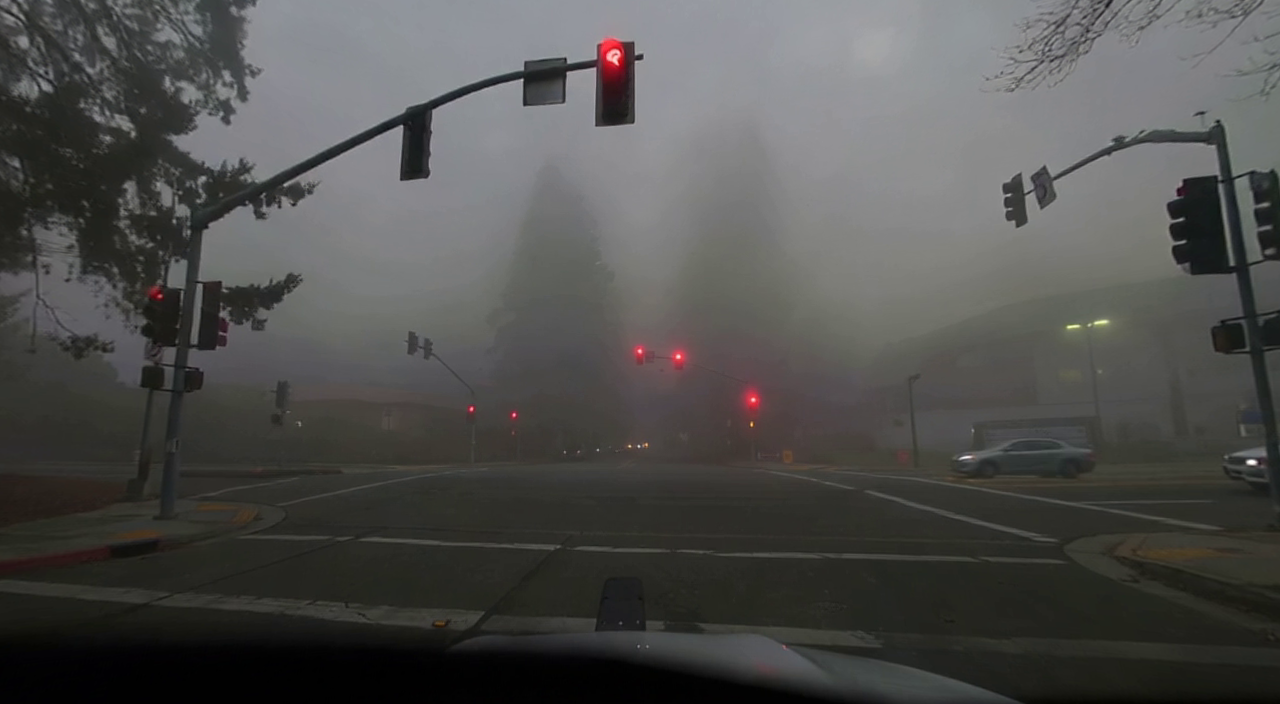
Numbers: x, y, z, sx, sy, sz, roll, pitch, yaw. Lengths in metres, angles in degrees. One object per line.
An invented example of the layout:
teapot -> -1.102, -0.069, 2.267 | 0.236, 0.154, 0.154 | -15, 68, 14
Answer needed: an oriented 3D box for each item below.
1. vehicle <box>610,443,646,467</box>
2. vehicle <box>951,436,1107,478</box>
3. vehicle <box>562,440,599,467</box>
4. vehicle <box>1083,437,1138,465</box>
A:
vehicle -> -0.873, 6.852, 42.128 | 2.056, 1.492, 3.937 | 1, -9, -6
vehicle -> 14.601, 3.988, 24.024 | 4.588, 1.484, 2.000 | -3, -9, 14
vehicle -> -4.114, 7.104, 44.251 | 2.251, 1.756, 4.610 | 0, -9, -2
vehicle -> 26.969, 5.654, 36.141 | 2.092, 1.474, 4.046 | -8, -11, 41
